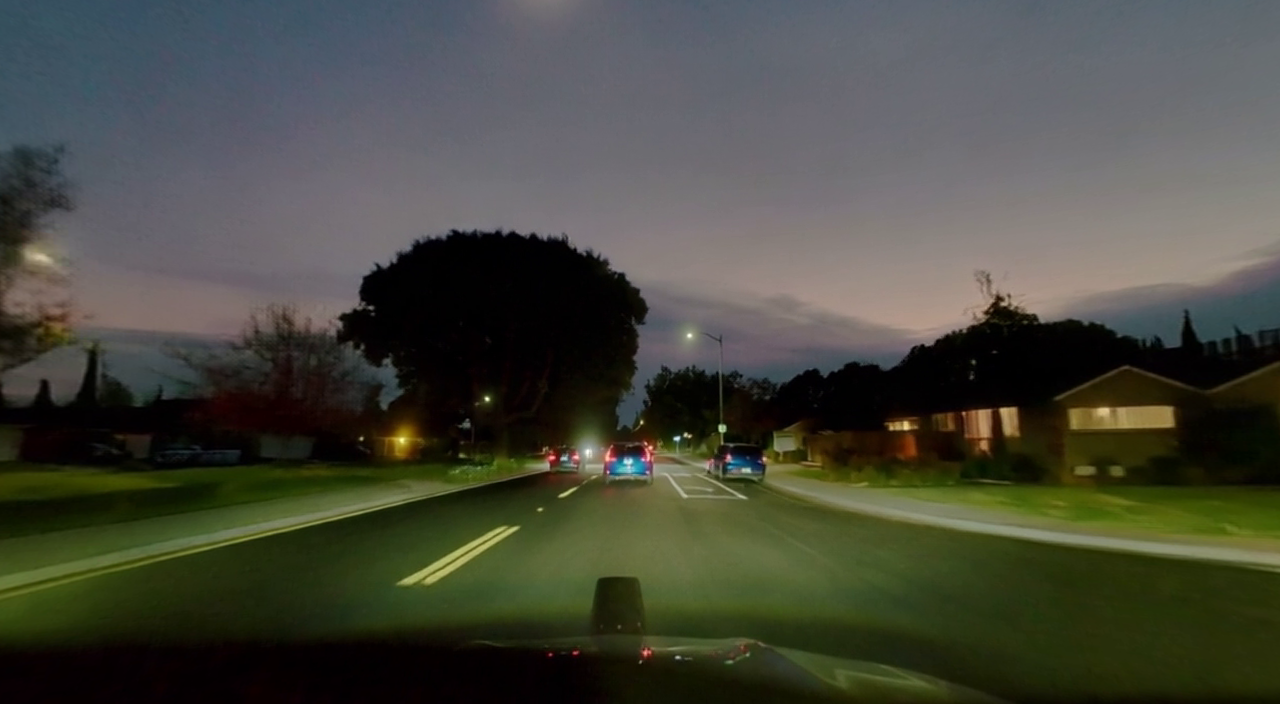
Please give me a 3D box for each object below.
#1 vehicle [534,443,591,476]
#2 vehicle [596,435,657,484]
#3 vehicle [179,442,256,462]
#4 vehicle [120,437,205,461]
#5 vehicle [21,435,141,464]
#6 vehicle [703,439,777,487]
[{"bbox_3d":[-3.545,5.038,29.636,2.032,1.433,4.458,0,-9,1],"label":"vehicle"},{"bbox_3d":[-0.476,4.230,24.910,2.220,1.742,4.047,0,-9,0],"label":"vehicle"},{"bbox_3d":[-32.263,7.641,48.002,4.497,1.418,1.783,0,-9,1],"label":"vehicle"},{"bbox_3d":[-33.414,6.787,44.015,4.271,1.581,1.919,0,-9,-1],"label":"vehicle"},{"bbox_3d":[-32.290,5.655,36.379,4.891,1.538,2.059,0,-9,0],"label":"vehicle"},{"bbox_3d":[3.965,4.493,25.753,2.332,1.769,4.518,0,-9,0],"label":"vehicle"}]
